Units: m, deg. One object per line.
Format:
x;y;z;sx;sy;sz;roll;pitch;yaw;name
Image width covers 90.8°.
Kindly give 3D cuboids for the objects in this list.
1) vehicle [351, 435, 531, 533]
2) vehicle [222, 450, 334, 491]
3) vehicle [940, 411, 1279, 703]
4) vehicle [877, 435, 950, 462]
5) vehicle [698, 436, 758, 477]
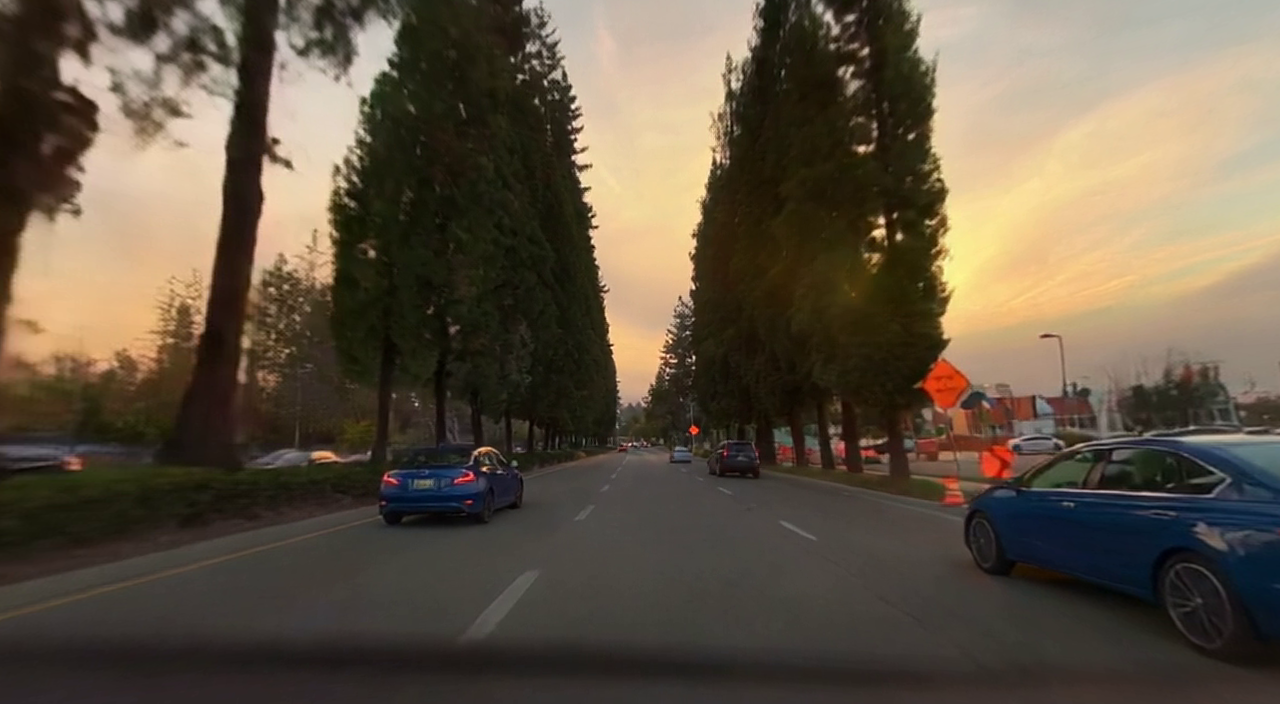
-3.378;2.317;11.704;2.020;1.474;4.098;0;-9;0;vehicle
-14.501;4.734;25.650;1.826;1.496;4.538;0;-9;0;vehicle
4.129;1.288;4.775;1.827;1.491;3.743;0;-9;-1;vehicle
17.002;6.020;39.559;1.941;1.559;4.633;1;-9;-8;vehicle
4.184;5.066;30.884;2.159;1.793;4.735;0;-9;-1;vehicle
